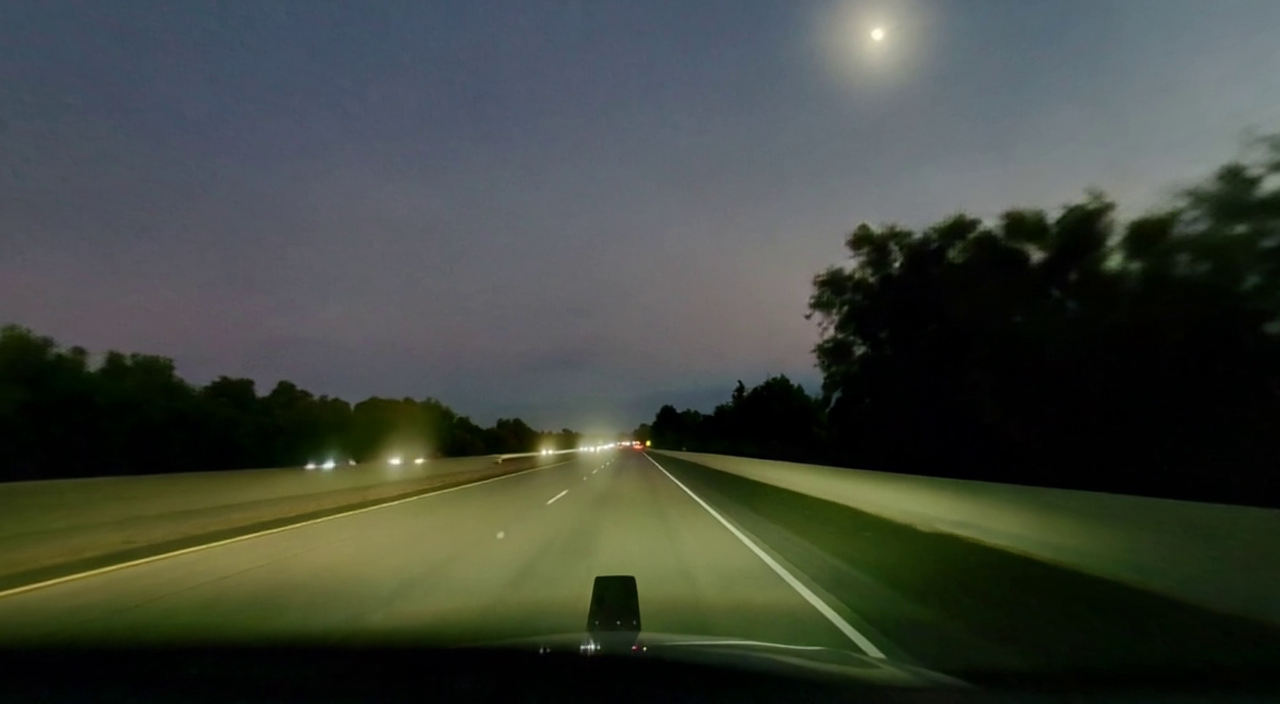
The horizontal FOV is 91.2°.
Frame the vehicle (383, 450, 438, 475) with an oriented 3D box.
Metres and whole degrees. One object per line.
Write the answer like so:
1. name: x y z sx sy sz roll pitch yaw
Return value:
1. vehicle: -14.229 6.843 39.038 1.860 1.478 3.862 -1 -9 2
